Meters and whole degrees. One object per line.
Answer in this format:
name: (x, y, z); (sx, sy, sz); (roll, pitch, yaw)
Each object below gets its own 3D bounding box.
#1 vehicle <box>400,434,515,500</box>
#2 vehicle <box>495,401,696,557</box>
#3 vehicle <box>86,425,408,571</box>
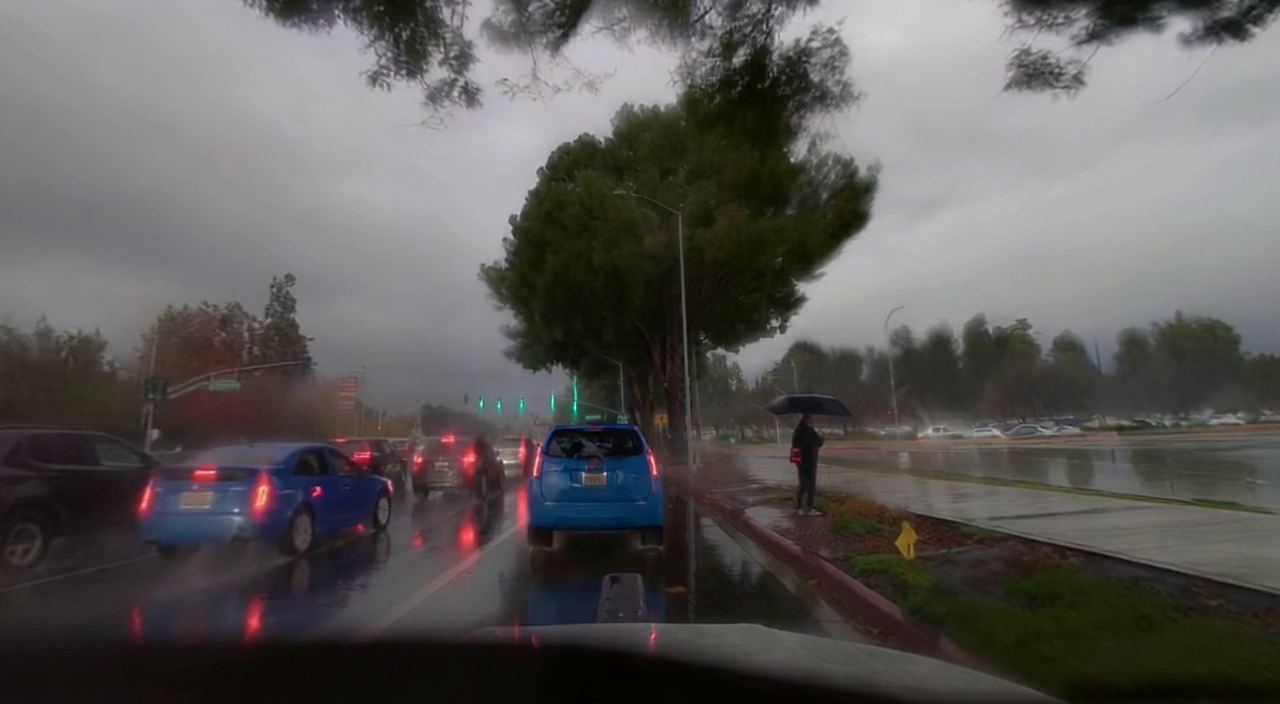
vehicle: (-5.470, 3.499, 19.636); (2.188, 1.774, 4.477); (0, -9, 0)
vehicle: (-0.581, 1.822, 9.696); (2.368, 1.829, 4.293); (0, -9, -2)
vehicle: (-5.406, 2.041, 9.647); (2.010, 1.674, 4.484); (0, -9, 0)
